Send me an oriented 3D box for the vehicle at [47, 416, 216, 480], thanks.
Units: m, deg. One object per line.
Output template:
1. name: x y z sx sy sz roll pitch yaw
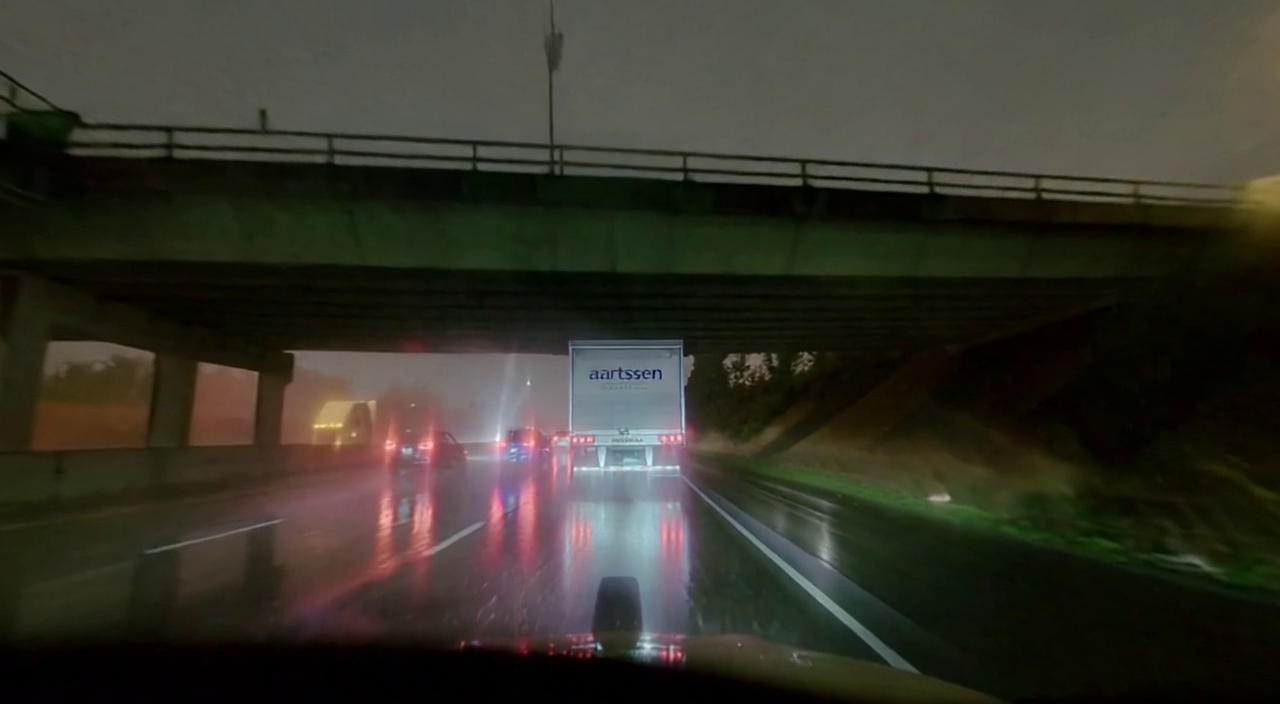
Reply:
1. vehicle: -24.019 4.550 30.283 2.292 2.693 6.952 0 -8 0

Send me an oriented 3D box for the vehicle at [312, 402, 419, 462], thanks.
1. vehicle: -20.025 5.988 46.953 3.092 3.956 10.559 0 -8 1

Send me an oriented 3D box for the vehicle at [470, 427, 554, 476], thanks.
1. vehicle: -4.653 3.678 23.689 2.052 1.639 4.894 0 -8 1

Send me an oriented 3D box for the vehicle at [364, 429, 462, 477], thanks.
1. vehicle: -8.167 3.647 23.056 1.944 1.565 4.383 0 -8 0

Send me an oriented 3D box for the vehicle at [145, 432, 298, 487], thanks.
1. vehicle: -16.355 4.193 25.069 2.287 1.926 5.514 0 -8 0

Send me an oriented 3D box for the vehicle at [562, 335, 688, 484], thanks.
1. vehicle: -0.514 2.272 22.750 3.442 4.106 10.719 0 -8 -1
